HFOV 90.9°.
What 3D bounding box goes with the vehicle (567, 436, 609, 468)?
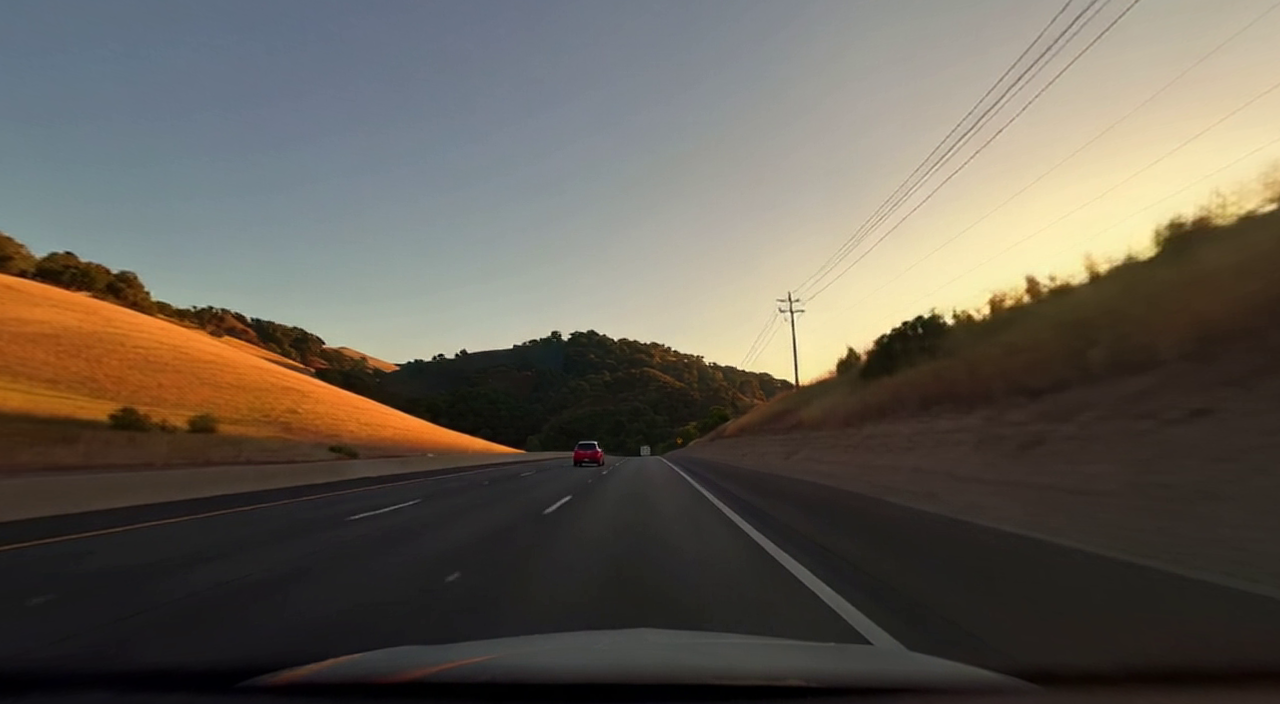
[{"bbox_3d":[-3.136,6.174,39.007,2.136,1.845,4.515,0,-8,1],"label":"vehicle"}]
